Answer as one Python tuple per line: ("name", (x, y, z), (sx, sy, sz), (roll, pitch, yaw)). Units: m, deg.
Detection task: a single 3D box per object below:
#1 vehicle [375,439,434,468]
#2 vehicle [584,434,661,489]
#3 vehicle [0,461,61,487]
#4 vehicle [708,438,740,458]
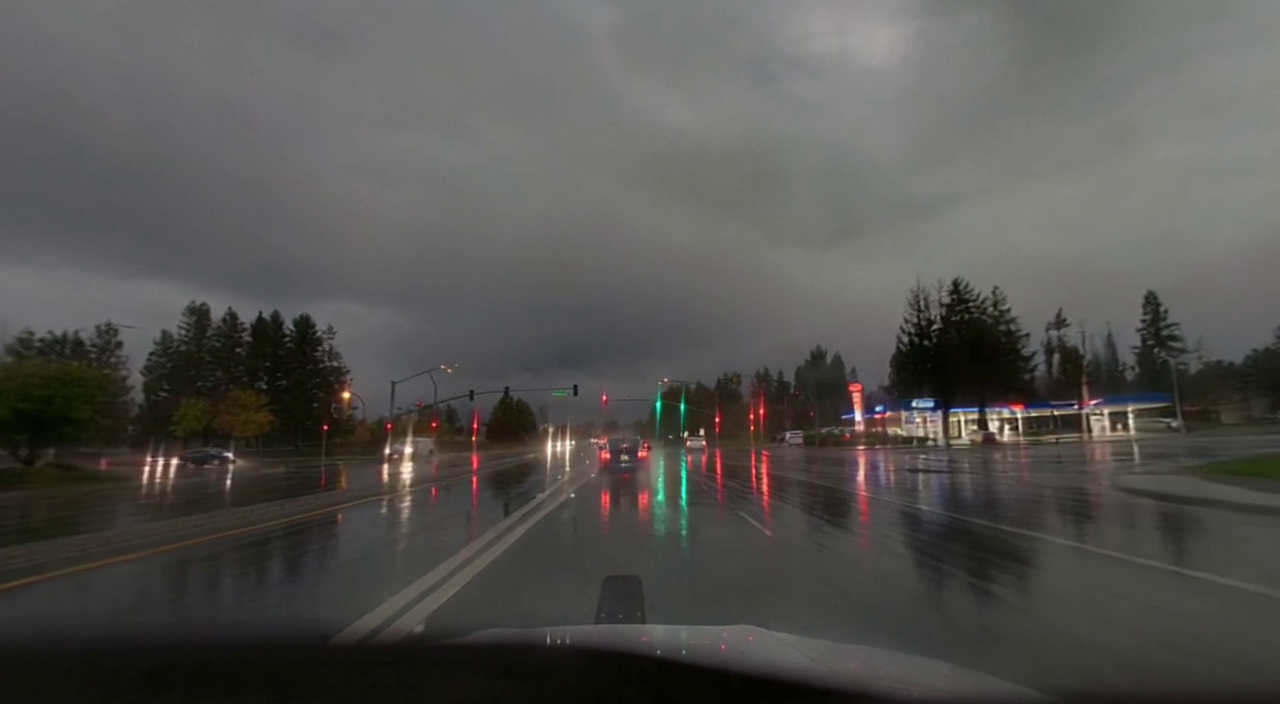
("vehicle", (-17.398, 7.499, 46.988), (2.224, 2.000, 5.743), (0, -8, 0))
("vehicle", (-0.463, 3.200, 18.715), (2.040, 1.451, 3.736), (0, -8, 0))
("vehicle", (-36.139, 7.014, 36.403), (3.670, 1.430, 1.897), (-1, -9, 4))
("vehicle", (6.563, 7.596, 49.804), (1.890, 1.489, 4.396), (0, -8, -1))
